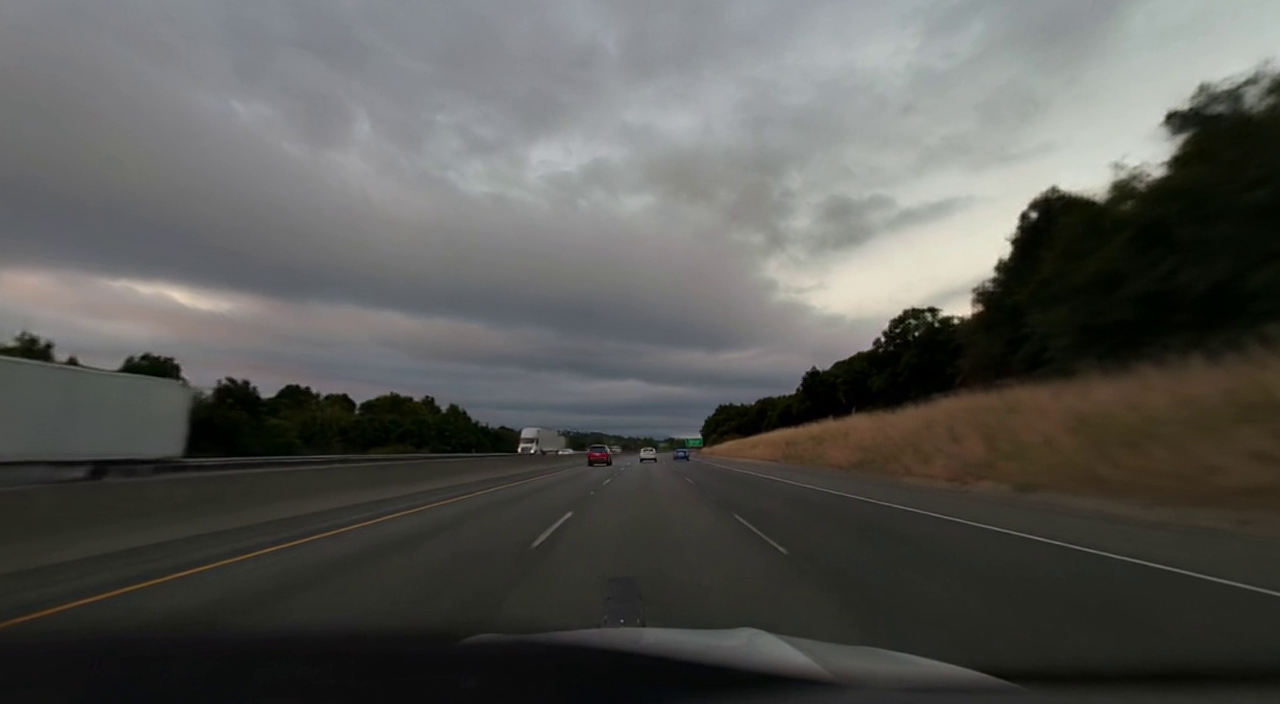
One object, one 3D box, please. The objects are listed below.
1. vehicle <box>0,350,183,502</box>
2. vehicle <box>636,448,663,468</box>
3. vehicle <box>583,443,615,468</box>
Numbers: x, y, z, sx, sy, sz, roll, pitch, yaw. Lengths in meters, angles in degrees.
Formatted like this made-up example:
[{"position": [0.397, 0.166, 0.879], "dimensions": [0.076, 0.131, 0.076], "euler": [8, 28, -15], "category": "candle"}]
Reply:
[{"position": [-18.888, 1.923, 16.560], "dimensions": [2.878, 4.108, 14.364], "euler": [0, -9, 1], "category": "vehicle"}, {"position": [0.705, 8.247, 49.183], "dimensions": [2.036, 1.519, 4.225], "euler": [0, -9, 1], "category": "vehicle"}, {"position": [-3.095, 7.939, 48.424], "dimensions": [2.143, 1.770, 4.283], "euler": [0, -9, 1], "category": "vehicle"}]
